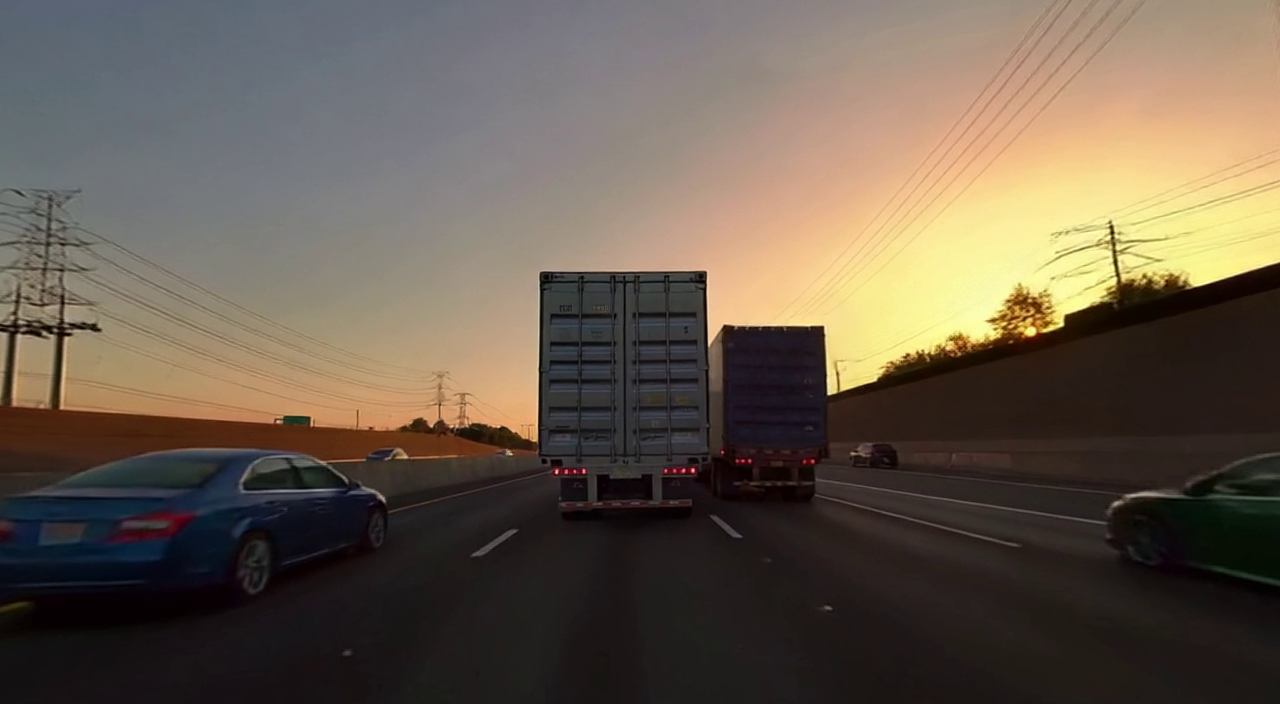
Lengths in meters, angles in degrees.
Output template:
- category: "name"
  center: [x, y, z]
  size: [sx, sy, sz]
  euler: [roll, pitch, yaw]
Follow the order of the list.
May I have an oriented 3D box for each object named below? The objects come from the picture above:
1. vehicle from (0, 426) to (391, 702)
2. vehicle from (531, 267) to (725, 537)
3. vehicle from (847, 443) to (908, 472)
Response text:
- category: "vehicle"
  center: [-4.182, 1.497, 5.756]
  size: [1.993, 1.475, 4.540]
  euler: [0, -9, 0]
- category: "vehicle"
  center: [-0.172, 1.584, 15.559]
  size: [2.841, 4.071, 12.046]
  euler: [0, -9, 0]
- category: "vehicle"
  center: [12.768, 5.706, 34.280]
  size: [1.766, 1.452, 3.703]
  euler: [0, -9, -2]
